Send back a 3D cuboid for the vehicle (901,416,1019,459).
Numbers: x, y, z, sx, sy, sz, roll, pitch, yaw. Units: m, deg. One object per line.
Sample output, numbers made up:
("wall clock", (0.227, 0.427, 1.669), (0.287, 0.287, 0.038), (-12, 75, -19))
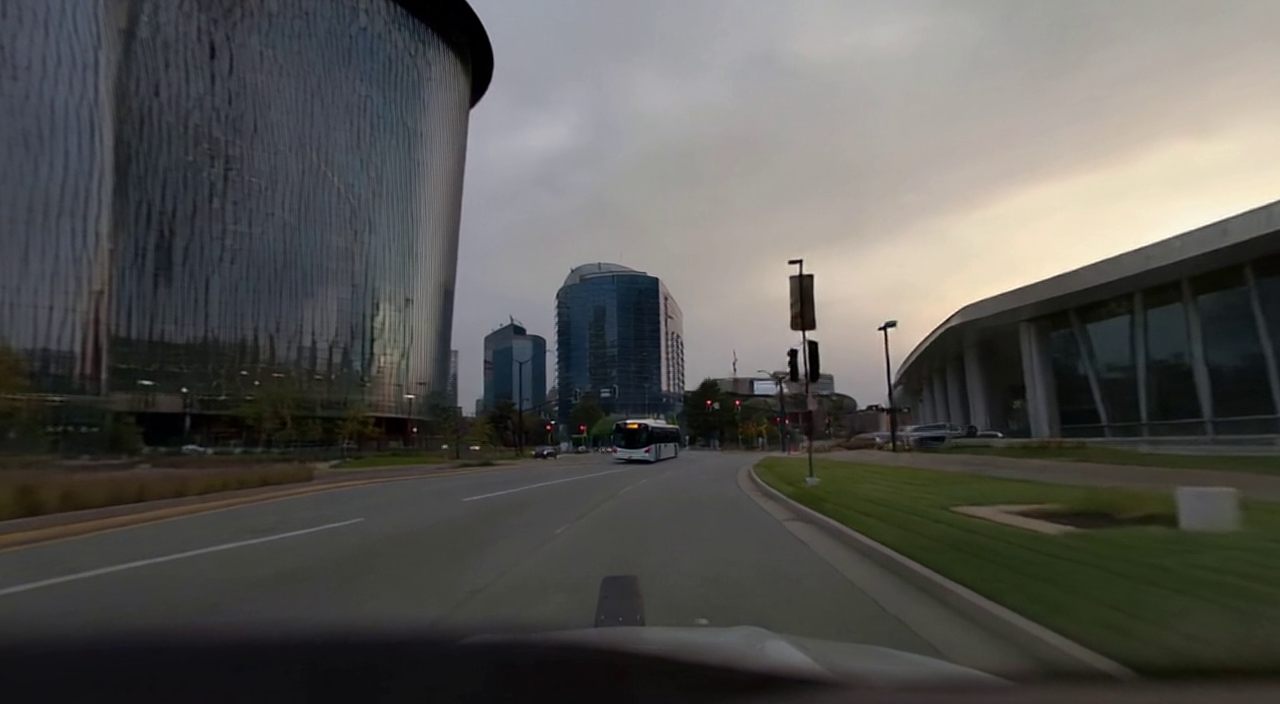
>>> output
("vehicle", (15.875, 4.312, 31.510), (4.647, 1.951, 2.304), (-2, -10, 9))
